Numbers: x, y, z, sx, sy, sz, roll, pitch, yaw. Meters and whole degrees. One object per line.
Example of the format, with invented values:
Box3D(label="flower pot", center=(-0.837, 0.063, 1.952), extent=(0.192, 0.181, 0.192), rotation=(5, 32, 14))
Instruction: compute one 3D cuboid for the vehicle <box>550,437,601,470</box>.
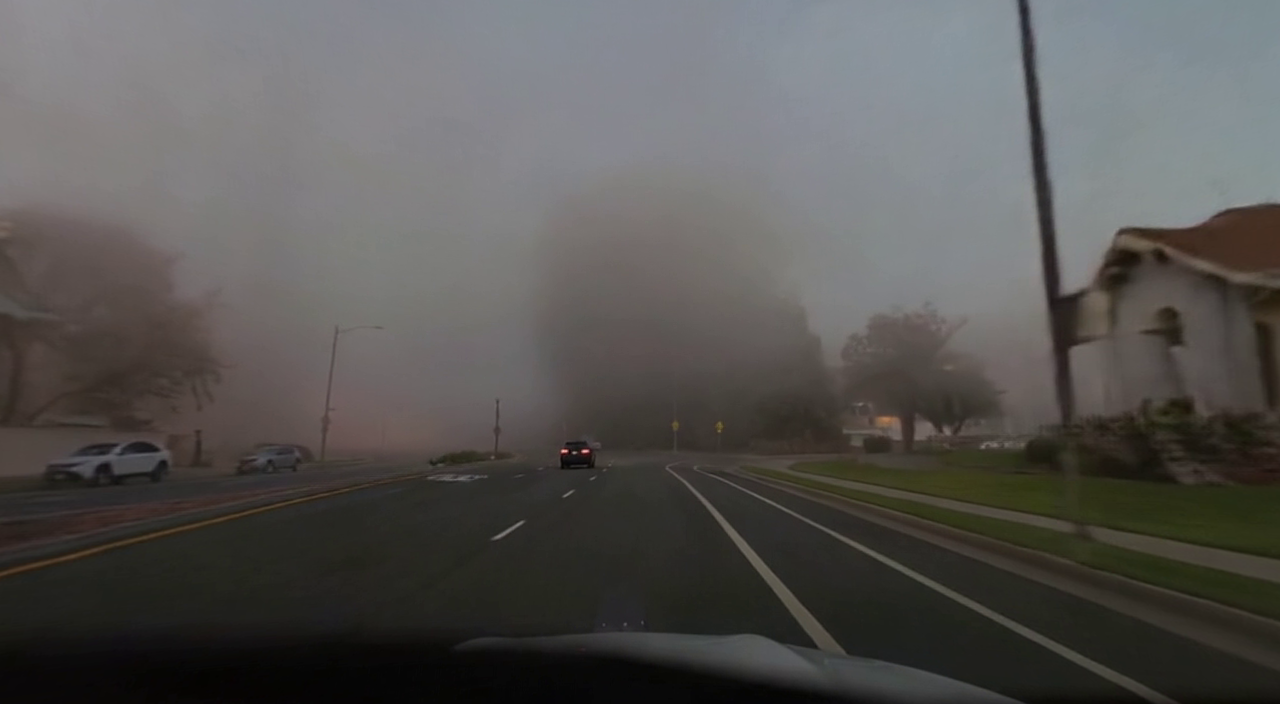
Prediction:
Box3D(label="vehicle", center=(-3.068, 4.940, 30.860), extent=(2.075, 1.498, 4.730), rotation=(0, -8, -1))

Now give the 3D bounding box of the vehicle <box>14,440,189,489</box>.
Box3D(label="vehicle", center=(-18.889, 3.996, 22.494), extent=(2.026, 1.563, 4.618), rotation=(0, -10, 2))

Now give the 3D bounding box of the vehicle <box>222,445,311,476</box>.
Box3D(label="vehicle", center=(-18.839, 5.466, 32.073), extent=(1.980, 1.423, 4.465), rotation=(0, -8, -3))
